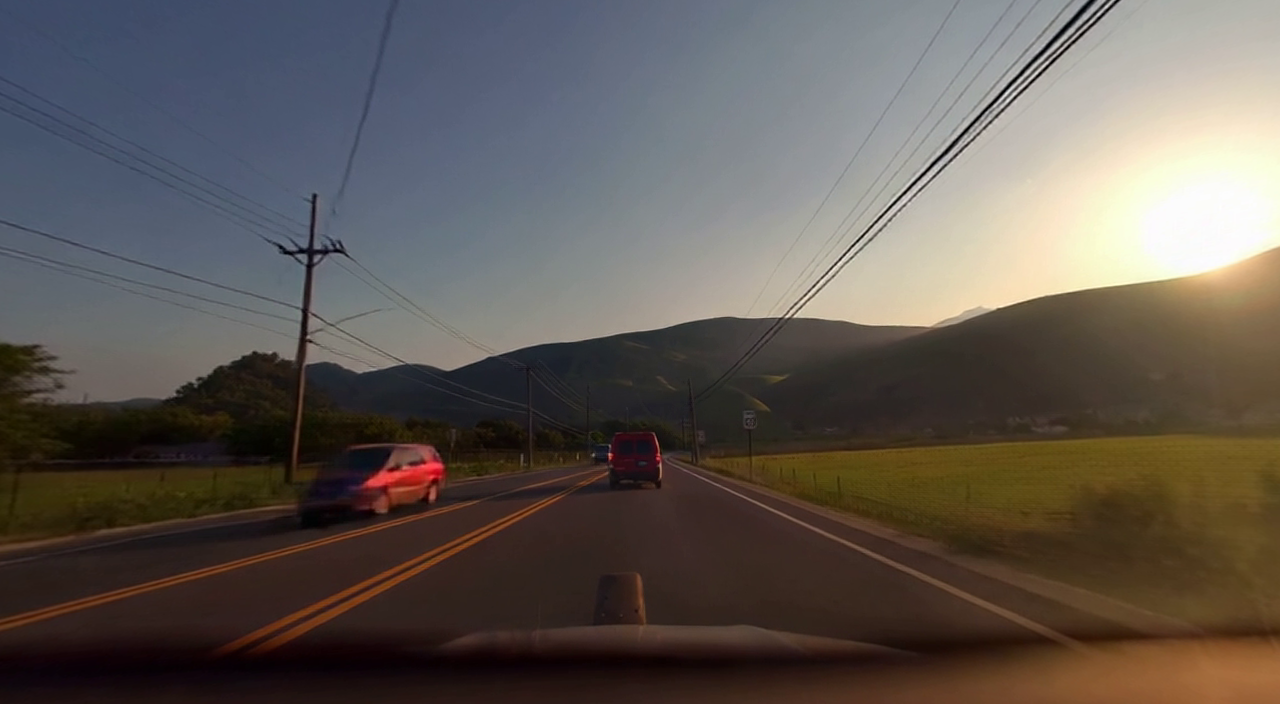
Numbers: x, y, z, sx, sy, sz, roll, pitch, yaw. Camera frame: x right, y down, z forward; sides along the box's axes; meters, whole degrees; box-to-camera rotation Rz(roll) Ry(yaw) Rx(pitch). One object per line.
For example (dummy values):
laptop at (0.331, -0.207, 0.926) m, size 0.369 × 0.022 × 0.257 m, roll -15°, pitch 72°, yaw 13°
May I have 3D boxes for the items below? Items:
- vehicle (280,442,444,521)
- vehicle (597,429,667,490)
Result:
vehicle at (-7.191, 3.367, 16.946) m, size 2.120 × 1.804 × 4.392 m, roll -1°, pitch -9°, yaw 5°
vehicle at (-0.246, 4.138, 24.497) m, size 2.454 × 2.144 × 4.535 m, roll 0°, pitch -9°, yaw 1°
